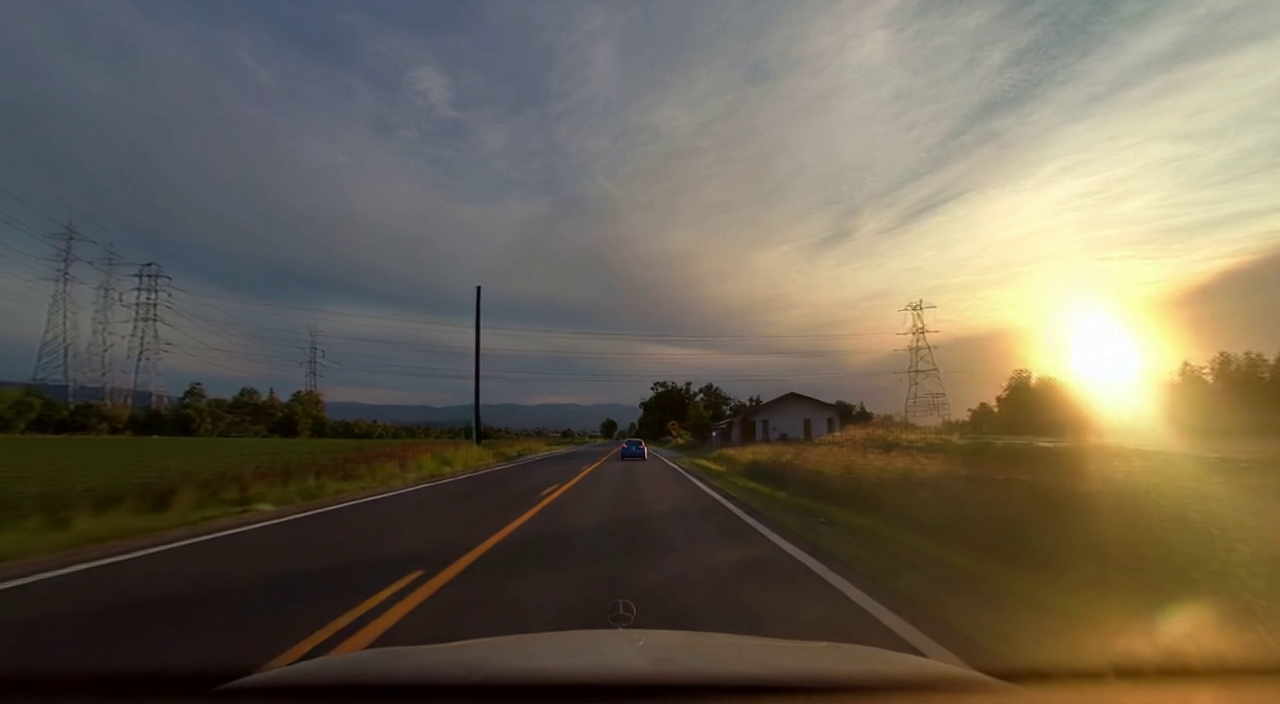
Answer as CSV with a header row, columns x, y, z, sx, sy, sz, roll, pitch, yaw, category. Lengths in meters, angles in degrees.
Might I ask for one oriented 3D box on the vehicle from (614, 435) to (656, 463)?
x,y,z,sx,sy,sz,roll,pitch,yaw,category
-0.274,5.392,35.286,2.241,1.471,3.829,0,-8,-1,vehicle
